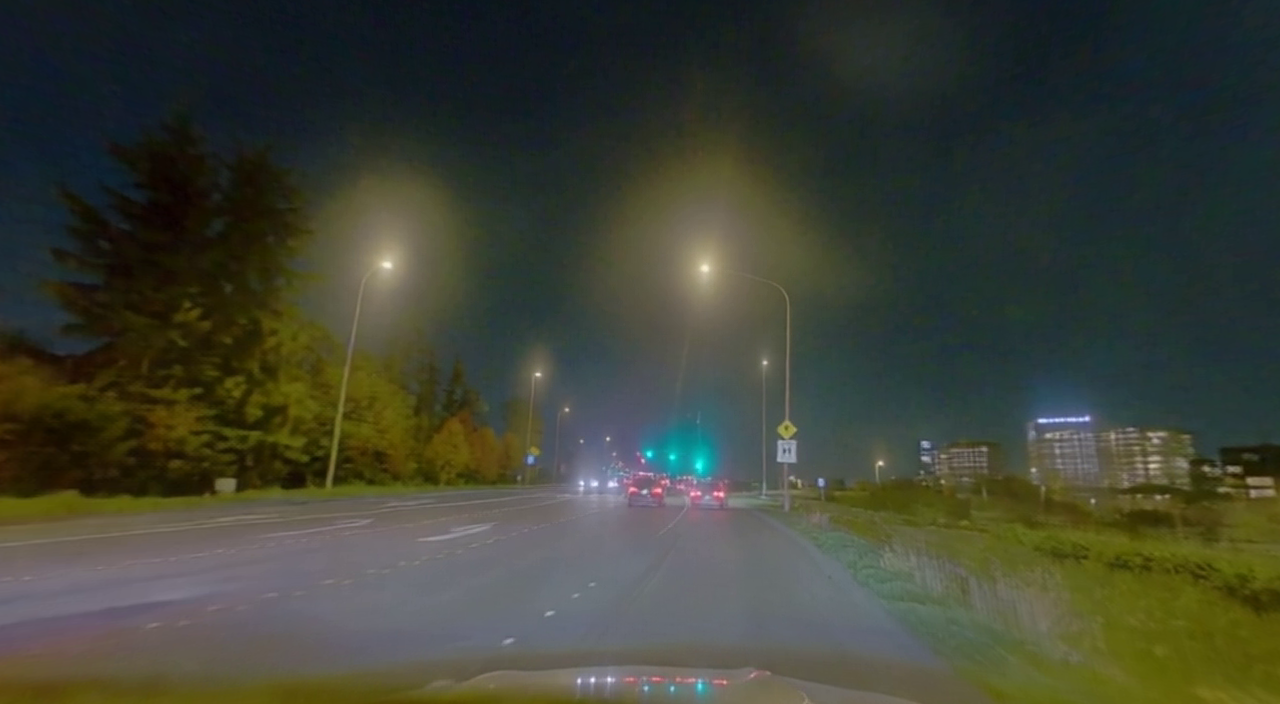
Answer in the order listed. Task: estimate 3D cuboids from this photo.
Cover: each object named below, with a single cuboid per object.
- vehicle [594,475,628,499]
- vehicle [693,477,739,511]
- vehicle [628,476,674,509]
[{"bbox_3d":[-2.003,9.646,45.251,2.016,1.573,4.259,1,-10,3],"label":"vehicle"},{"bbox_3d":[3.731,7.023,31.486,2.129,1.471,4.258,0,-10,5],"label":"vehicle"},{"bbox_3d":[0.683,7.267,32.918,2.030,1.441,4.806,0,-10,5],"label":"vehicle"}]
